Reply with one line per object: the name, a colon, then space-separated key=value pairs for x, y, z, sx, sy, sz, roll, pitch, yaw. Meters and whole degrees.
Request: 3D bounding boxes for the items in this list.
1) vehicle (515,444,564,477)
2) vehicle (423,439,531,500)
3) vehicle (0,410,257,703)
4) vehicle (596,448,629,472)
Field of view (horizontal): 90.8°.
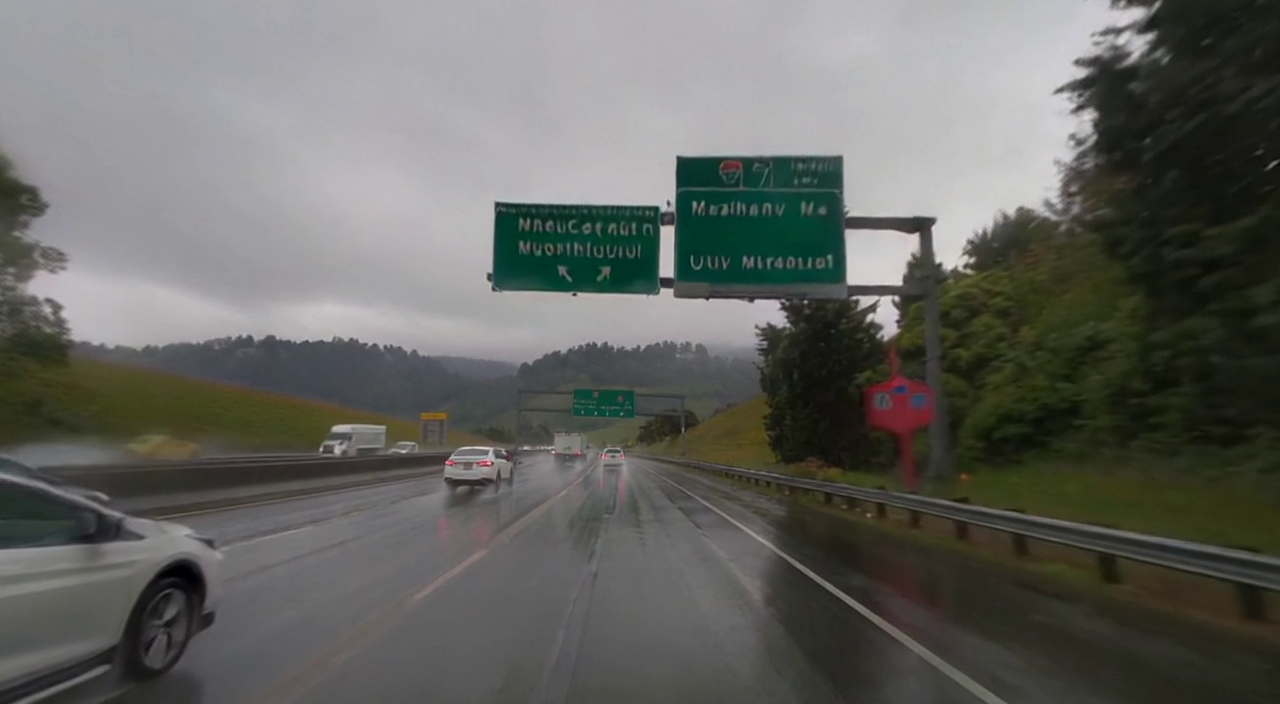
vehicle: x=-5.367 y=5.828 z=34.120 sx=2.118 sy=1.624 sz=4.032 roll=0 pitch=-9 yaw=-2
vehicle: x=-4.781 y=3.519 z=19.211 sx=2.208 sy=1.619 sz=4.162 roll=0 pitch=-9 yaw=-1
vehicle: x=-3.782 y=0.987 z=2.615 sx=1.892 sy=1.492 sz=3.940 roll=0 pitch=-9 yaw=0
vehicle: x=-1.808 y=6.817 z=40.017 sx=1.988 sy=1.440 sz=4.201 roll=0 pitch=-9 yaw=-4
